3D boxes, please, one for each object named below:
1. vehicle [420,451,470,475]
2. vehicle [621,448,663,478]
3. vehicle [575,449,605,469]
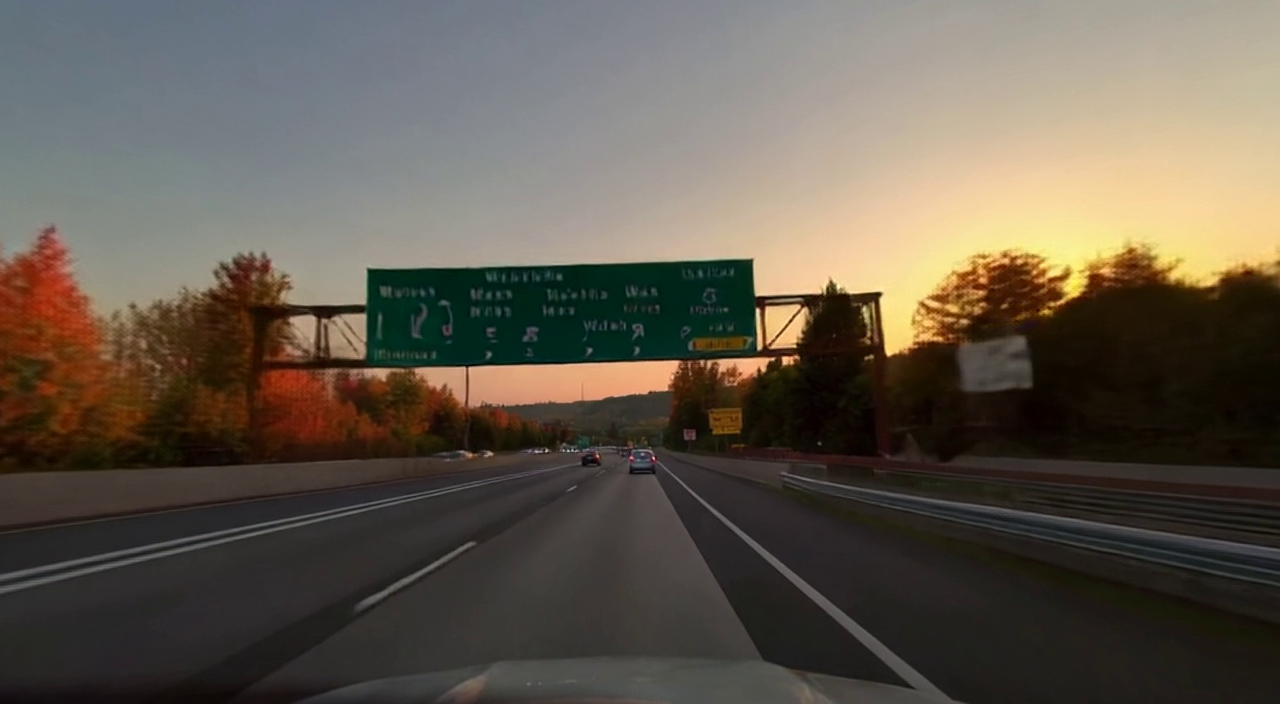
[{"bbox_3d":[-13.355,7.605,43.411,1.894,1.477,4.621,0,-9,0],"label":"vehicle"},{"bbox_3d":[0.084,5.624,32.150,2.002,1.449,3.612,0,-9,0],"label":"vehicle"},{"bbox_3d":[-3.759,8.160,48.223,1.877,1.504,3.799,0,-9,1],"label":"vehicle"}]
